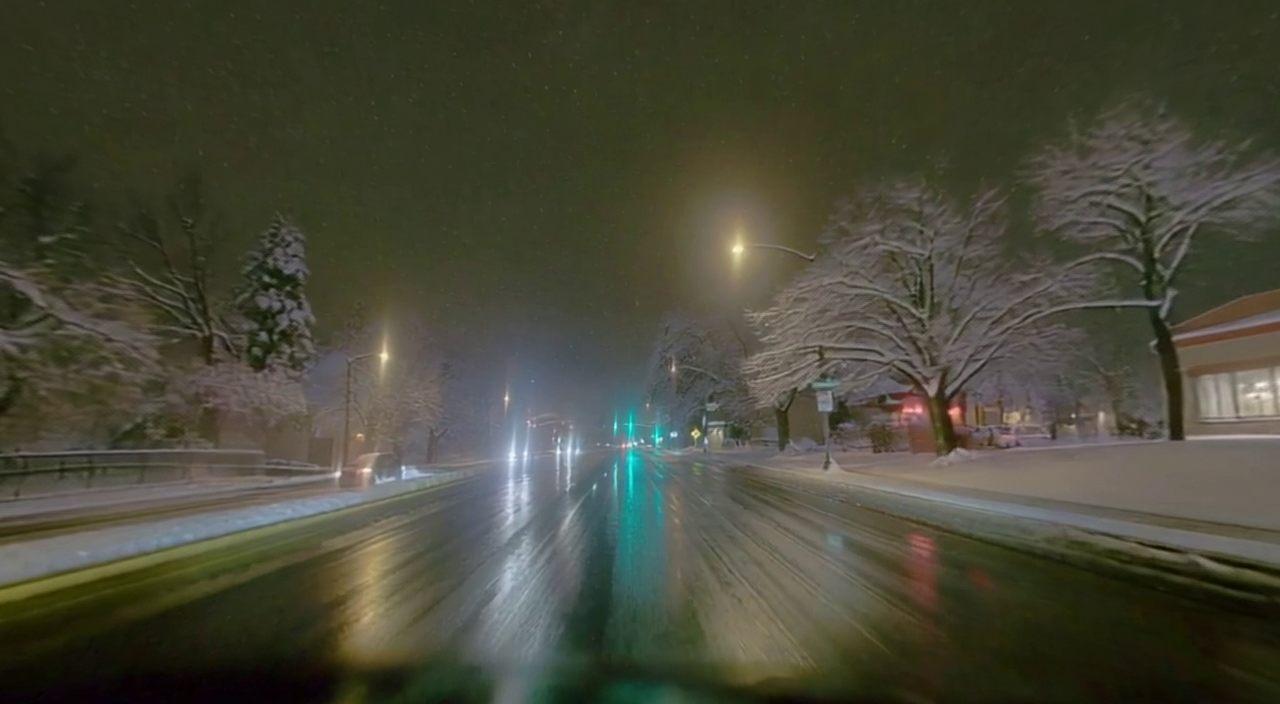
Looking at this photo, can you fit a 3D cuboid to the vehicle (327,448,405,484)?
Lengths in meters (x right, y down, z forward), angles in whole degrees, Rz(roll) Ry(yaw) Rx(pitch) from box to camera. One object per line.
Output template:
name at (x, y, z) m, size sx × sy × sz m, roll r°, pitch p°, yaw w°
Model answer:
vehicle at (-15.082, 6.281, 35.111) m, size 2.043 × 1.797 × 4.919 m, roll -1°, pitch -8°, yaw 1°
